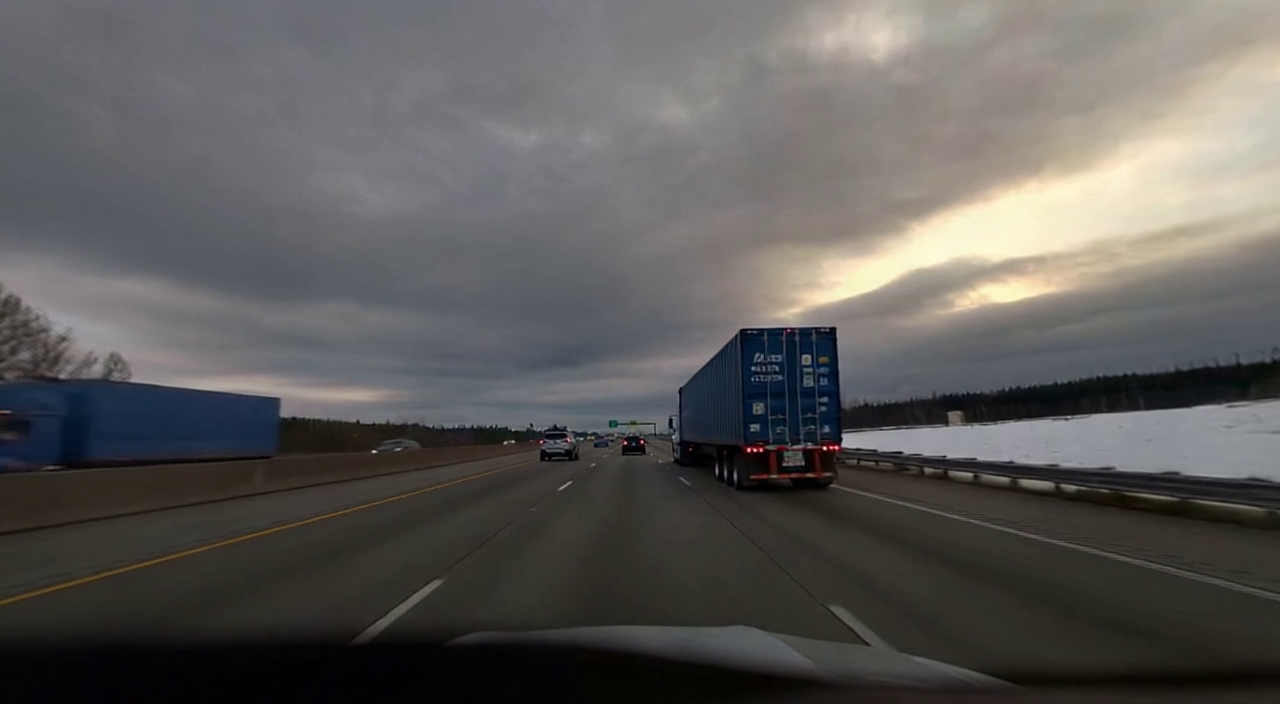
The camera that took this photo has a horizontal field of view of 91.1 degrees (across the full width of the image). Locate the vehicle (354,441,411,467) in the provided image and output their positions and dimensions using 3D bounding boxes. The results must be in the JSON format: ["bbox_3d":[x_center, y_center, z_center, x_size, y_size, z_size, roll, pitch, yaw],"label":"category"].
[{"bbox_3d":[-15.890,6.291,38.957,1.911,1.505,3.954,0,-8,-1],"label":"vehicle"}]

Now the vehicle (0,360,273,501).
[{"bbox_3d":[-20.017,3.178,24.783,2.933,4.036,14.065,0,-8,-1],"label":"vehicle"}]

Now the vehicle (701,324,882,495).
[{"bbox_3d":[3.785,1.796,18.131,2.883,3.836,7.894,0,-8,-3],"label":"vehicle"}]

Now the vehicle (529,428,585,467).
[{"bbox_3d":[-3.819,4.454,29.610,2.054,1.671,4.445,0,-8,0],"label":"vehicle"}]

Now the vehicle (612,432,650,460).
[{"bbox_3d":[-0.543,5.562,37.460,2.088,1.567,4.240,0,-8,-1],"label":"vehicle"}]
